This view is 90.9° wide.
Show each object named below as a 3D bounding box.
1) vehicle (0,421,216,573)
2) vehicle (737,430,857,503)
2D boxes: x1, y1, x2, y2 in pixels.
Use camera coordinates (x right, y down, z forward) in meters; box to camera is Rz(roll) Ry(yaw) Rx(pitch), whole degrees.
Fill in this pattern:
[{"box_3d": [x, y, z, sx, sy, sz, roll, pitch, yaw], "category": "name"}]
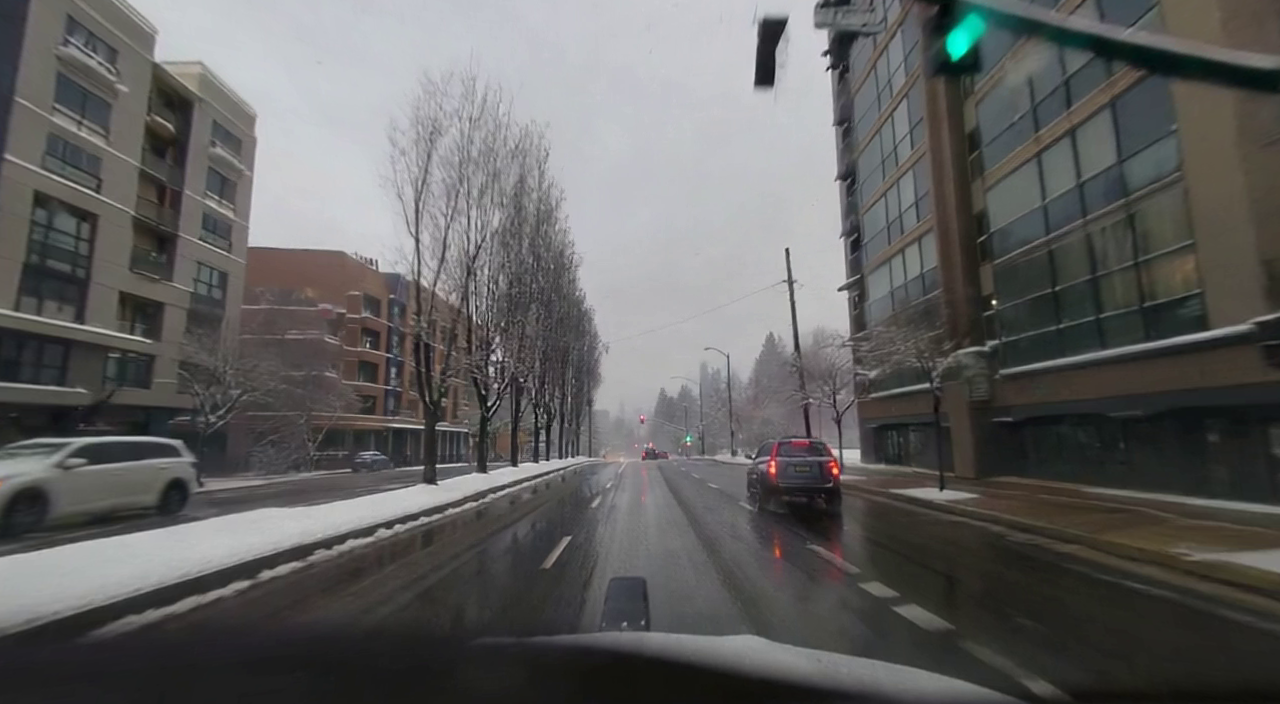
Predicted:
[{"box_3d": [-7.941, 1.807, 8.027, 2.021, 1.626, 4.302, -3, -9, 1], "category": "vehicle"}, {"box_3d": [3.728, 2.789, 15.738, 1.949, 1.583, 3.996, 0, -9, 0], "category": "vehicle"}]
